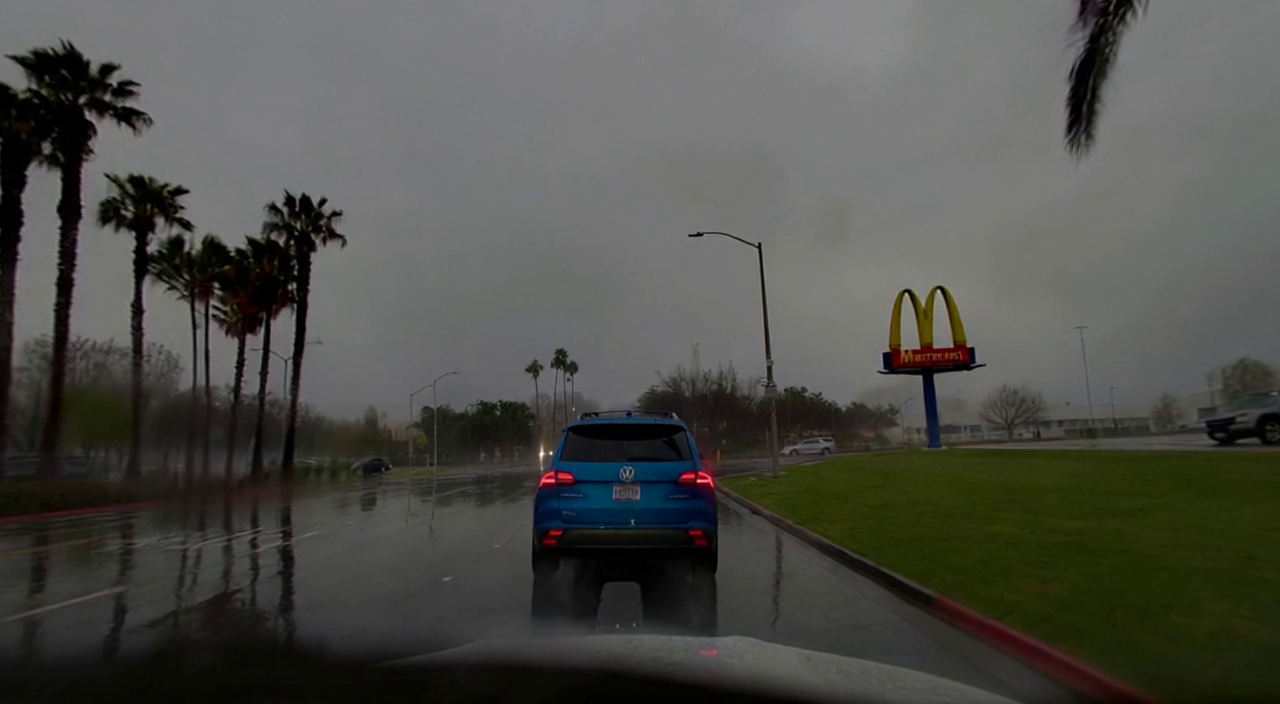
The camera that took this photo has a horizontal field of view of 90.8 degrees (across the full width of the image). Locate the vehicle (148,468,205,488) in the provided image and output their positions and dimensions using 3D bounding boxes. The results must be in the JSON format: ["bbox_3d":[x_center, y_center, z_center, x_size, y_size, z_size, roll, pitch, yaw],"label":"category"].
[{"bbox_3d":[-35.570,9.666,48.578,1.641,1.375,3.640,0,-9,0],"label":"vehicle"}]

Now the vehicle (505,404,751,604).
[{"bbox_3d":[-0.144,1.622,7.565,2.137,1.728,3.926,0,-9,-1],"label":"vehicle"}]

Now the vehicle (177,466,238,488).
[{"bbox_3d":[-33.262,9.604,48.718,1.792,1.439,3.952,-1,-9,3],"label":"vehicle"}]
